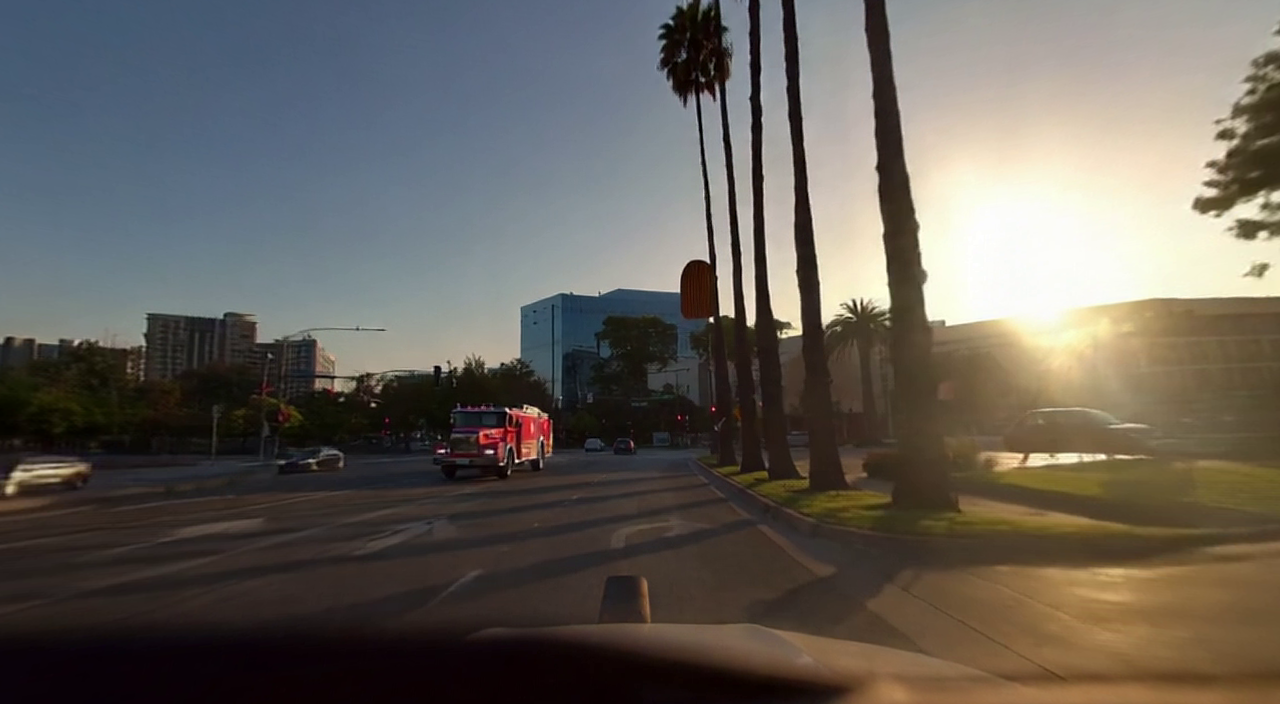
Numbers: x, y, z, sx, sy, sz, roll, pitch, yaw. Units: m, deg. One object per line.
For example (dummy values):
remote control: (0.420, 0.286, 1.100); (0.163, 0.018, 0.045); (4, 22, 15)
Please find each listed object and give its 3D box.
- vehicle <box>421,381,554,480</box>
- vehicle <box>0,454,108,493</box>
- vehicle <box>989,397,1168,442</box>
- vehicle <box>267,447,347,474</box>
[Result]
vehicle: (-6.559, 3.859, 29.607); (3.008, 3.730, 11.786); (0, -9, 1)
vehicle: (-26.148, 5.197, 27.274); (1.919, 1.496, 4.613); (-1, -9, 2)
vehicle: (15.195, 2.395, 21.966); (4.663, 1.457, 2.045); (-1, -8, 2)
vehicle: (-21.181, 6.924, 40.214); (2.052, 1.594, 5.203); (-1, -9, 3)
